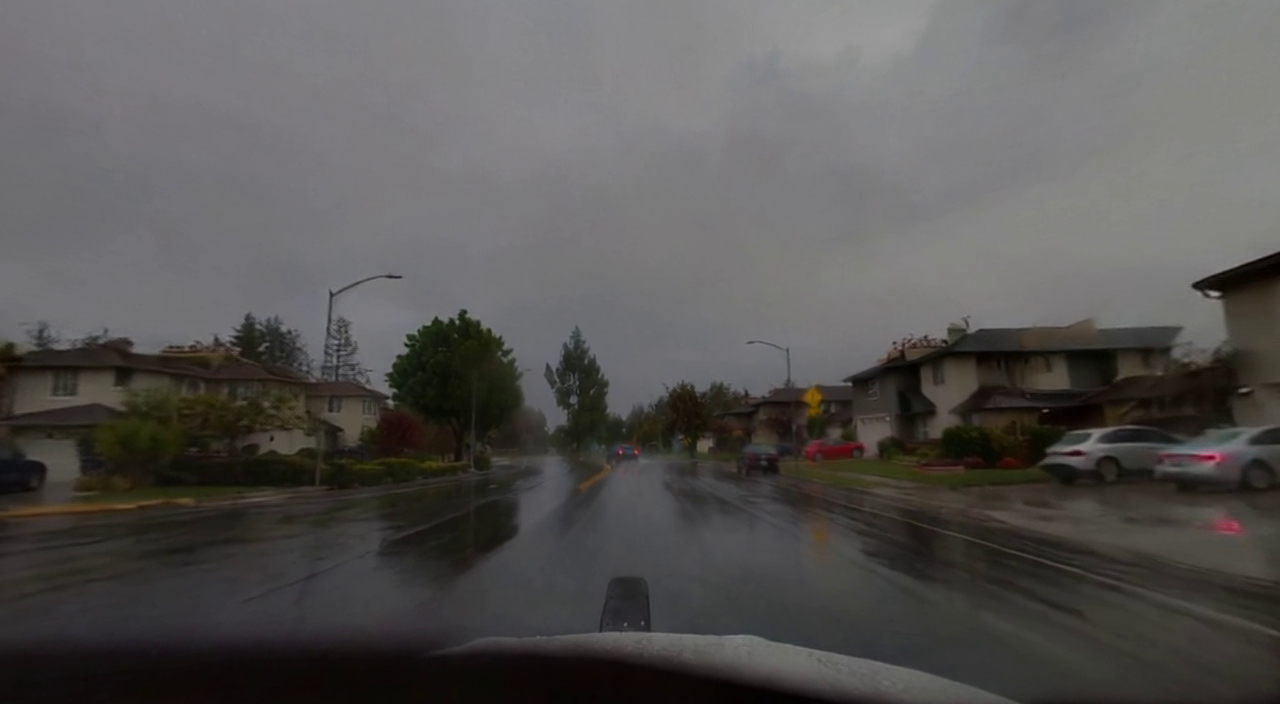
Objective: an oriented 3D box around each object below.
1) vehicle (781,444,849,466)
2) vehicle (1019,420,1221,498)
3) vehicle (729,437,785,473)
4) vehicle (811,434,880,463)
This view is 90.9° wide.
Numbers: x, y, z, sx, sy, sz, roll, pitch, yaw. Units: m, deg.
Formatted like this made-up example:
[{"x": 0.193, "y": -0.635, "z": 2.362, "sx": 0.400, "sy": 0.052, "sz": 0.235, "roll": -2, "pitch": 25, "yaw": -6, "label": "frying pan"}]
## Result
[{"x": 12.631, "y": 7.448, "z": 45.538, "sx": 4.508, "sy": 1.462, "sz": 1.721, "roll": 4, "pitch": -10, "yaw": -16, "label": "vehicle"}, {"x": 14.512, "y": 3.106, "z": 19.081, "sx": 5.277, "sy": 1.749, "sz": 2.335, "roll": -1, "pitch": -3, "yaw": -21, "label": "vehicle"}, {"x": 6.915, "y": 6.168, "z": 38.154, "sx": 2.348, "sy": 1.986, "sz": 6.289, "roll": 0, "pitch": -8, "yaw": 1, "label": "vehicle"}, {"x": 15.913, "y": 7.484, "z": 49.198, "sx": 2.205, "sy": 1.995, "sz": 5.543, "roll": -1, "pitch": -7, "yaw": -16, "label": "vehicle"}]
